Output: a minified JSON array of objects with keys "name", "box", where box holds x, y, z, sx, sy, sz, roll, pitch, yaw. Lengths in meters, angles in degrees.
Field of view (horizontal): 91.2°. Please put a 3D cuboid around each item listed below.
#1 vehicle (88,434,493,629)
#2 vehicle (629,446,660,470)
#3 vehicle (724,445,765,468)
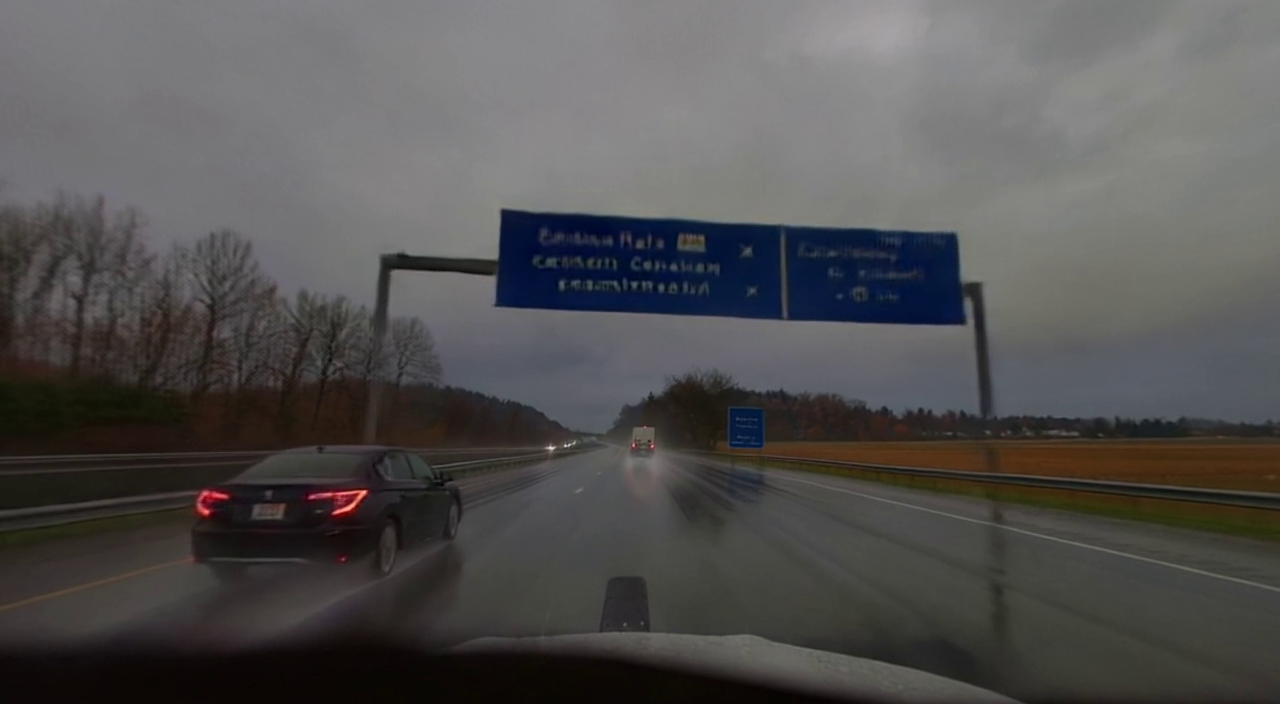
[{"name":"vehicle","box":[-3.259,1.735,7.173,2.012,1.500,4.452,0,-9,1]},{"name":"vehicle","box":[0.286,6.768,40.310,1.859,1.478,3.799,0,-9,0]},{"name":"vehicle","box":[7.680,7.731,46.639,2.081,1.576,5.604,0,-9,0]}]
